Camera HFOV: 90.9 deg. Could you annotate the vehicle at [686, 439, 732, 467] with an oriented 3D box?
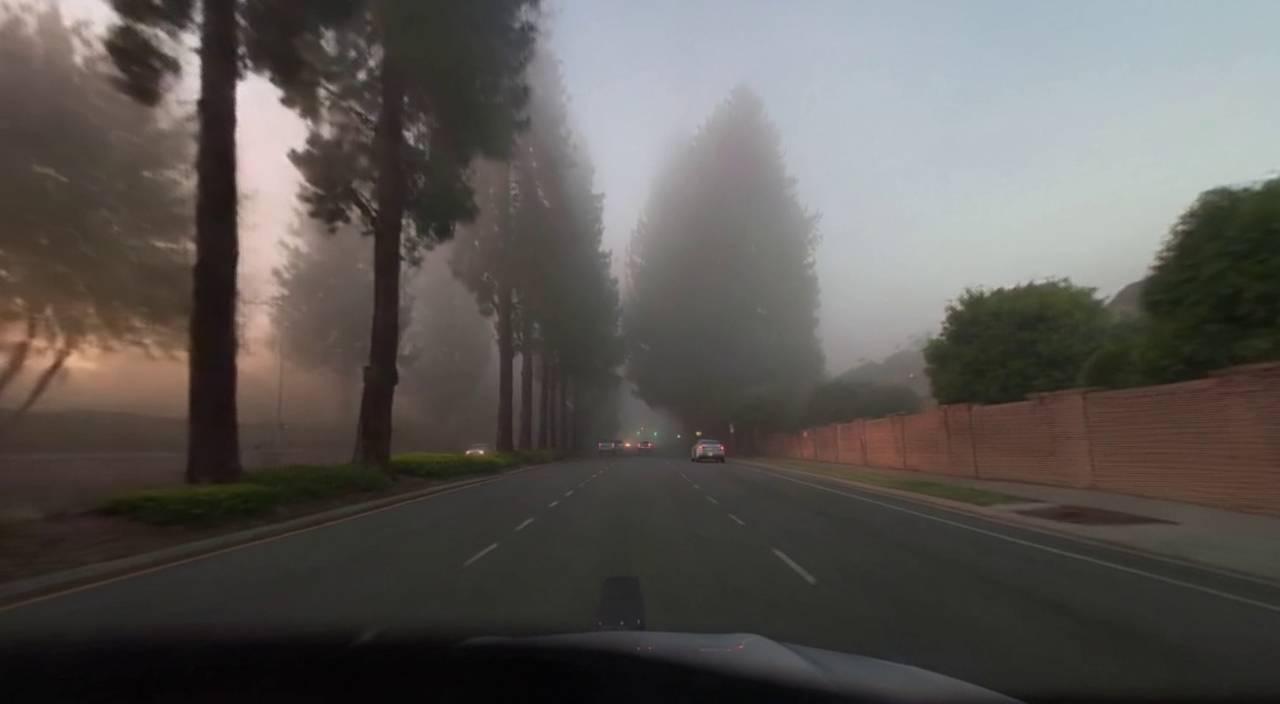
[{"bbox_3d":[4.127,6.151,38.679,2.237,1.578,4.621,0,-8,-1],"label":"vehicle"}]
